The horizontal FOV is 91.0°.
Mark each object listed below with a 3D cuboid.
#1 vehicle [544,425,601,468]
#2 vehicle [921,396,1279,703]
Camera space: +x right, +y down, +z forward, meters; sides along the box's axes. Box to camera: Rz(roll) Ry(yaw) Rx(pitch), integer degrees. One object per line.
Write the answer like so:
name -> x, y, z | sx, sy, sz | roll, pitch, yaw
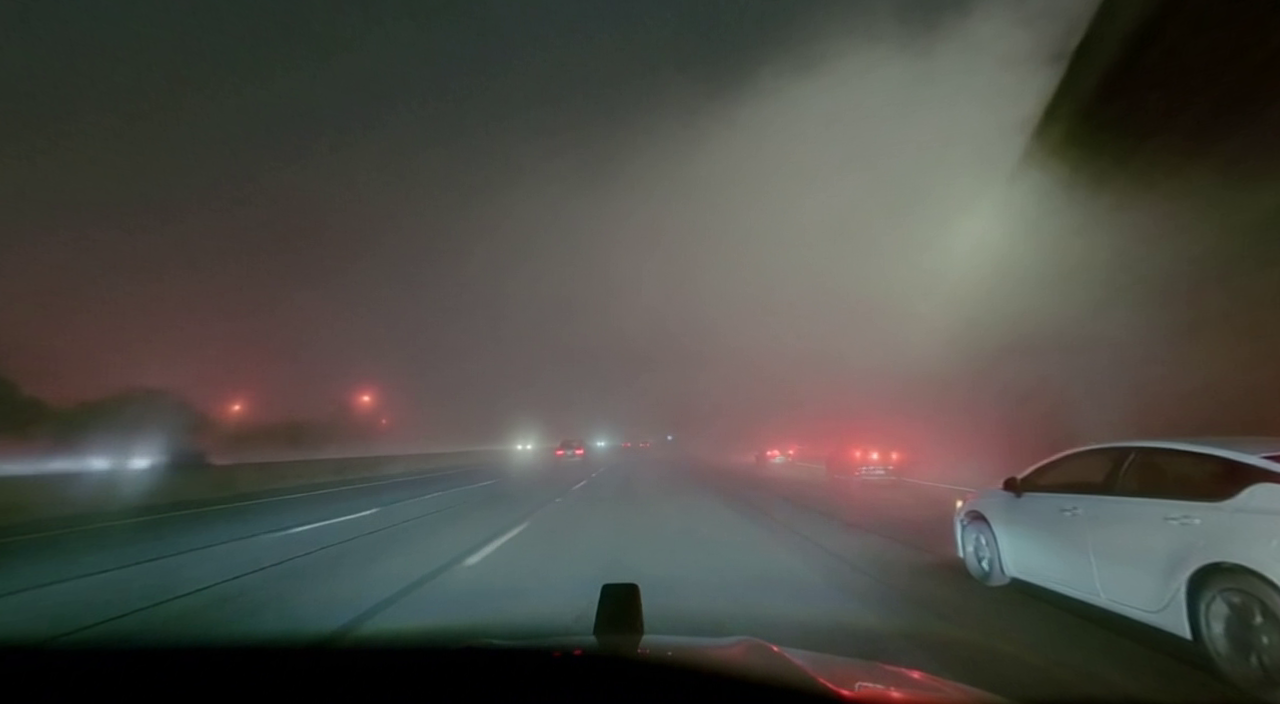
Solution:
vehicle -> -3.736, 5.448, 36.290 | 2.496, 2.203, 6.317 | 0, -9, 1
vehicle -> 3.628, 1.076, 3.334 | 2.047, 1.532, 4.884 | 0, -9, 0
